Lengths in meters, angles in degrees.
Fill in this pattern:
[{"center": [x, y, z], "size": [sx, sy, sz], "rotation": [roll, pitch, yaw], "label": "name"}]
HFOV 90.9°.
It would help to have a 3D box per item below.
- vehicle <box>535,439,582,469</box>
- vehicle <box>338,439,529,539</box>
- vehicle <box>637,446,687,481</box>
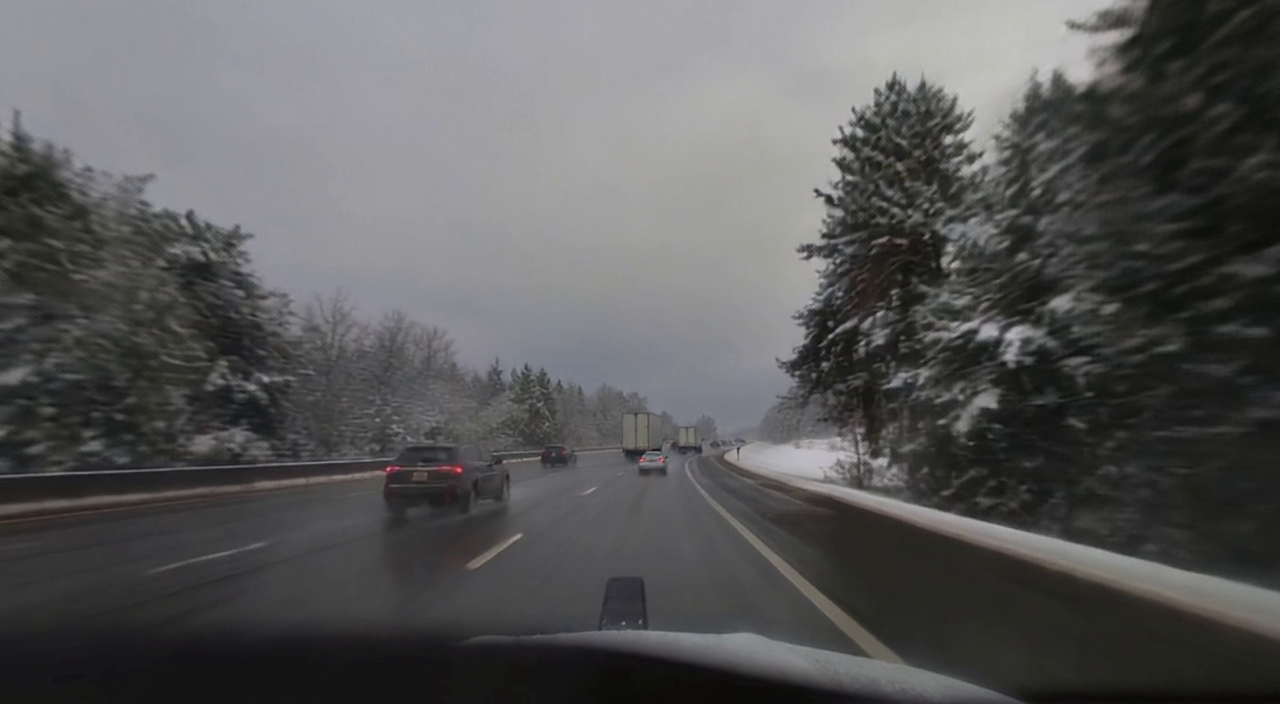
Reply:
[{"center": [-5.358, 6.820, 42.361], "size": [2.142, 1.833, 4.854], "rotation": [-1, -9, 5], "label": "vehicle"}, {"center": [-3.553, 2.442, 11.950], "size": [1.916, 1.486, 4.631], "rotation": [-1, -9, 2], "label": "vehicle"}, {"center": [0.982, 4.758, 27.098], "size": [1.984, 1.365, 3.767], "rotation": [-1, -9, 3], "label": "vehicle"}]
